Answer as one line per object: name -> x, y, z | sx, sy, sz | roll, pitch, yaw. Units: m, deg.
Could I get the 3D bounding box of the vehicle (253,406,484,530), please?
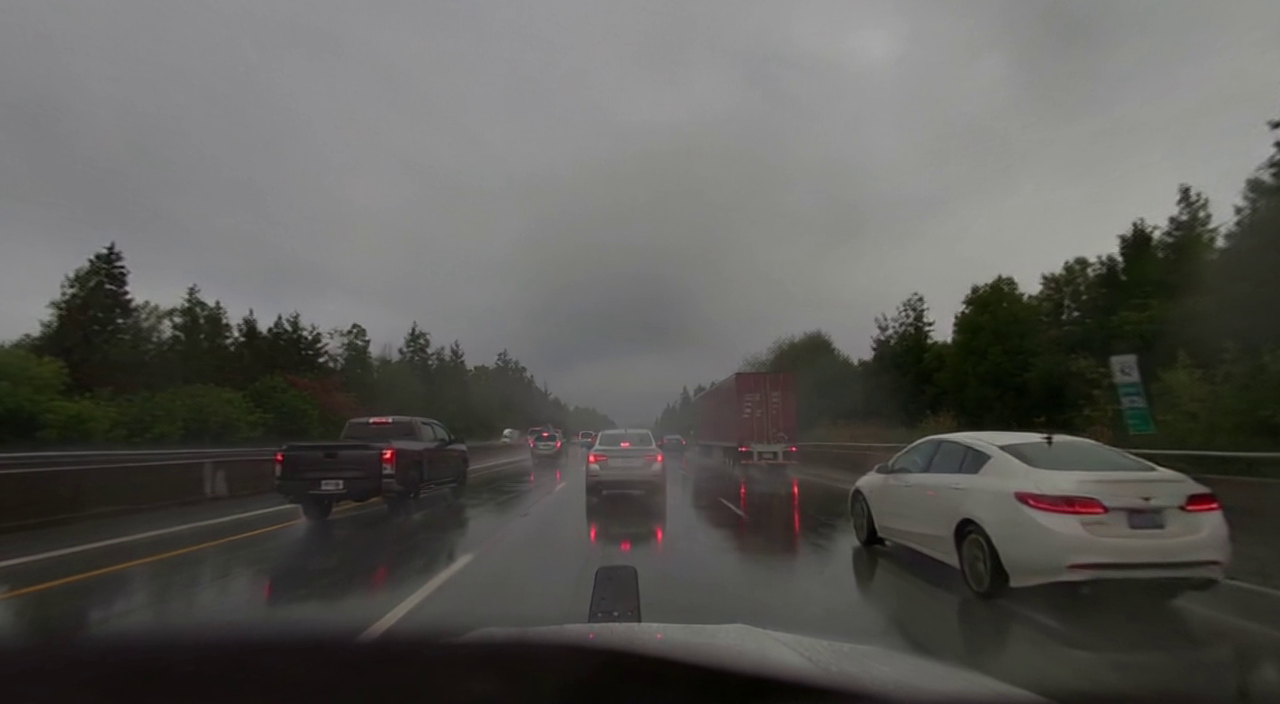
vehicle -> -4.466, 1.978, 11.412 | 2.101, 1.767, 4.702 | 0, -8, 0

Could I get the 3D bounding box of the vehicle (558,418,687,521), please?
vehicle -> -0.326, 2.163, 12.159 | 2.083, 1.647, 3.799 | 0, -8, -1

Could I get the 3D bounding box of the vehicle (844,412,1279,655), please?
vehicle -> 3.598, 1.386, 5.926 | 1.951, 1.477, 3.963 | 0, -8, -1

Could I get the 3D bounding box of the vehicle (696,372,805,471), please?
vehicle -> 5.279, 3.869, 33.648 | 2.888, 4.135, 14.071 | 0, -8, -2

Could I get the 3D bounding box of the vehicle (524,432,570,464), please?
vehicle -> -5.086, 5.304, 34.891 | 1.971, 1.648, 3.983 | 0, -8, -1
